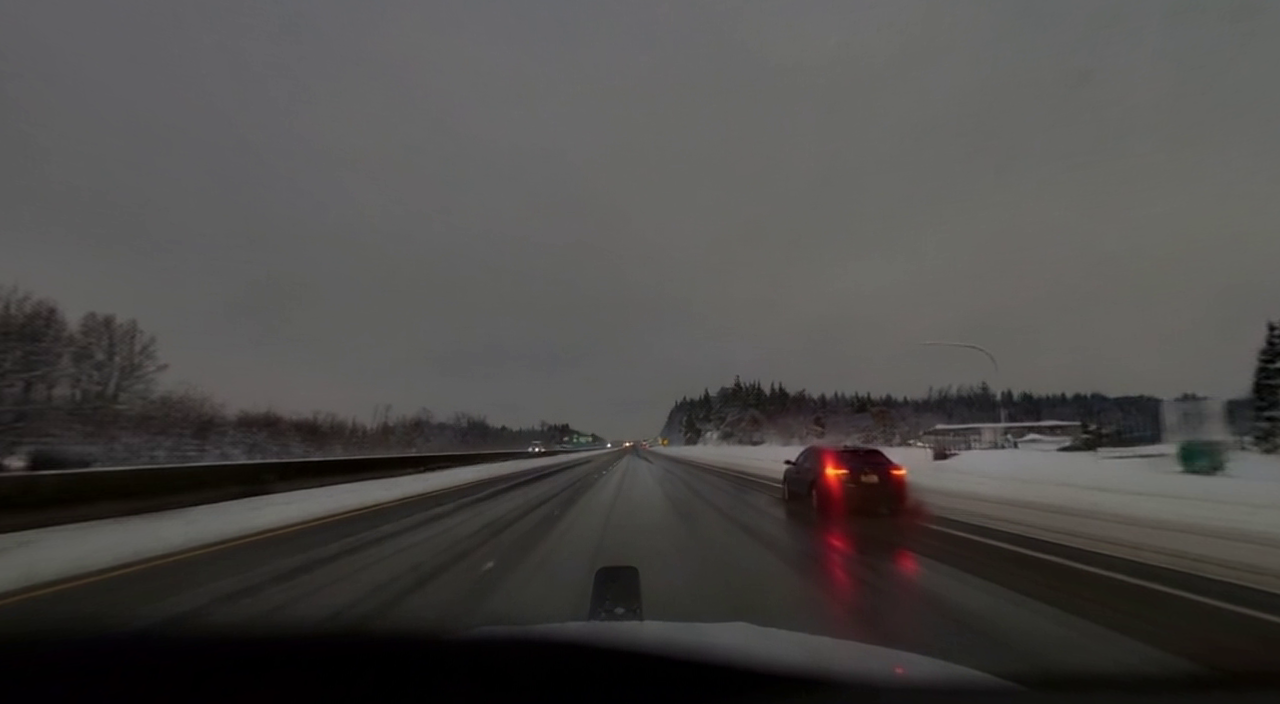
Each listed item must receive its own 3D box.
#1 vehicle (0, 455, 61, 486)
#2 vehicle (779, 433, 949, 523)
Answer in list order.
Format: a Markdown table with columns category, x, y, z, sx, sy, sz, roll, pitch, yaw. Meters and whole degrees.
| category | x | y | z | sx | sy | sz | roll | pitch | yaw |
| --- | --- | --- | --- | --- | --- | --- | --- | --- | --- |
| vehicle | -31.371 | 5.792 | 30.834 | 1.714 | 1.423 | 4.430 | 0 | -9 | -1 |
| vehicle | 4.383 | 2.531 | 13.073 | 1.984 | 1.540 | 3.973 | 0 | -9 | -1 |
